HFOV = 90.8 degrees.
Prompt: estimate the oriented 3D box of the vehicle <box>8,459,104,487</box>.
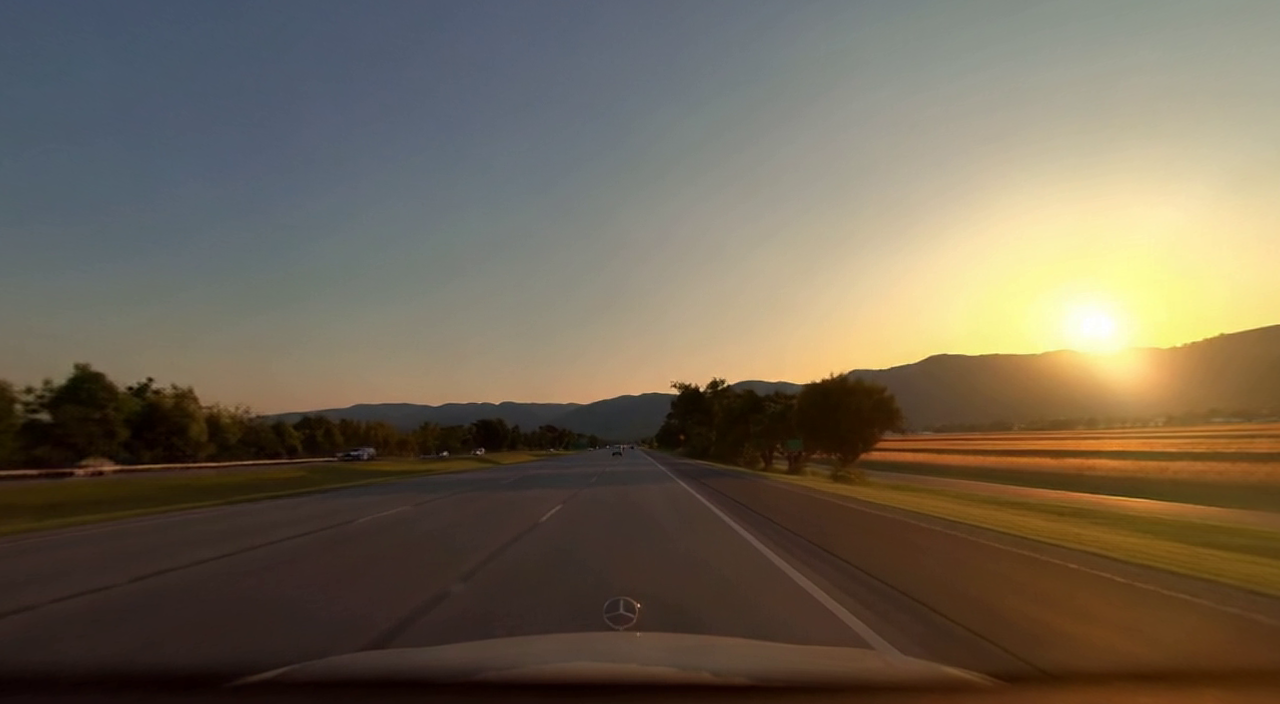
[{"bbox_3d":[-36.361,7.533,39.494,1.829,1.558,4.296,0,-8,0],"label":"vehicle"}]
